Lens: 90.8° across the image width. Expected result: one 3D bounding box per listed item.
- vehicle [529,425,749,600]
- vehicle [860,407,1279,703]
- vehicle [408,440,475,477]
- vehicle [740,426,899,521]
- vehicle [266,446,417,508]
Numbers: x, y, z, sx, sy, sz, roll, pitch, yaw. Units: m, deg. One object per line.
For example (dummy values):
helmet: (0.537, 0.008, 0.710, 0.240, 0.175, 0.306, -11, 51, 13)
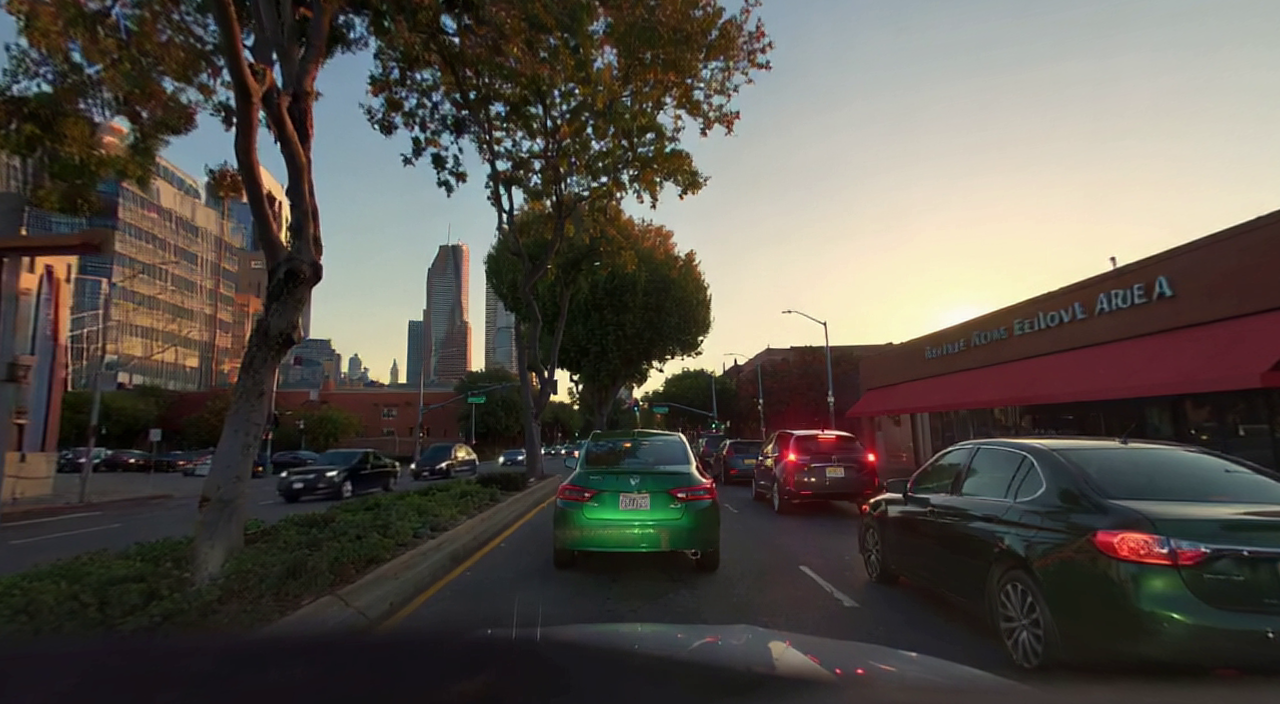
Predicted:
vehicle: (-0.021, 1.653, 7.288, 1.887, 1.487, 3.535, 0, -9, 0)
vehicle: (3.307, 1.257, 4.474, 1.988, 1.480, 4.195, 0, -9, 0)
vehicle: (-10.467, 5.648, 33.786, 2.060, 1.792, 5.170, 0, -9, -2)
vehicle: (3.537, 2.483, 13.413, 2.025, 1.660, 4.263, 0, -9, -1)
vehicle: (-8.108, 3.394, 17.674, 2.169, 1.477, 4.168, 0, -9, 0)
